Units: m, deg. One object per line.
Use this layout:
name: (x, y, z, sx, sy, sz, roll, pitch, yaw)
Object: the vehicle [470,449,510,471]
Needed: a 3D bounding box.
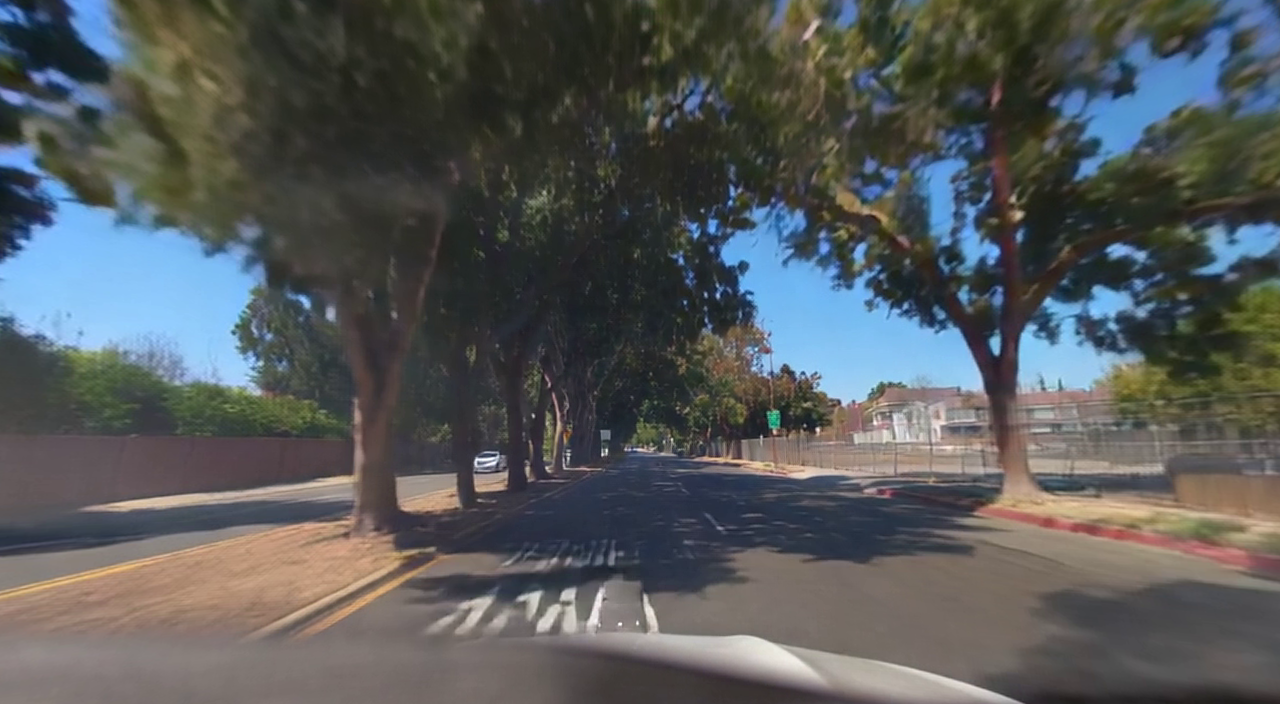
vehicle: (-11.112, 8.003, 47.047, 1.825, 1.473, 4.357, 0, -9, 0)
